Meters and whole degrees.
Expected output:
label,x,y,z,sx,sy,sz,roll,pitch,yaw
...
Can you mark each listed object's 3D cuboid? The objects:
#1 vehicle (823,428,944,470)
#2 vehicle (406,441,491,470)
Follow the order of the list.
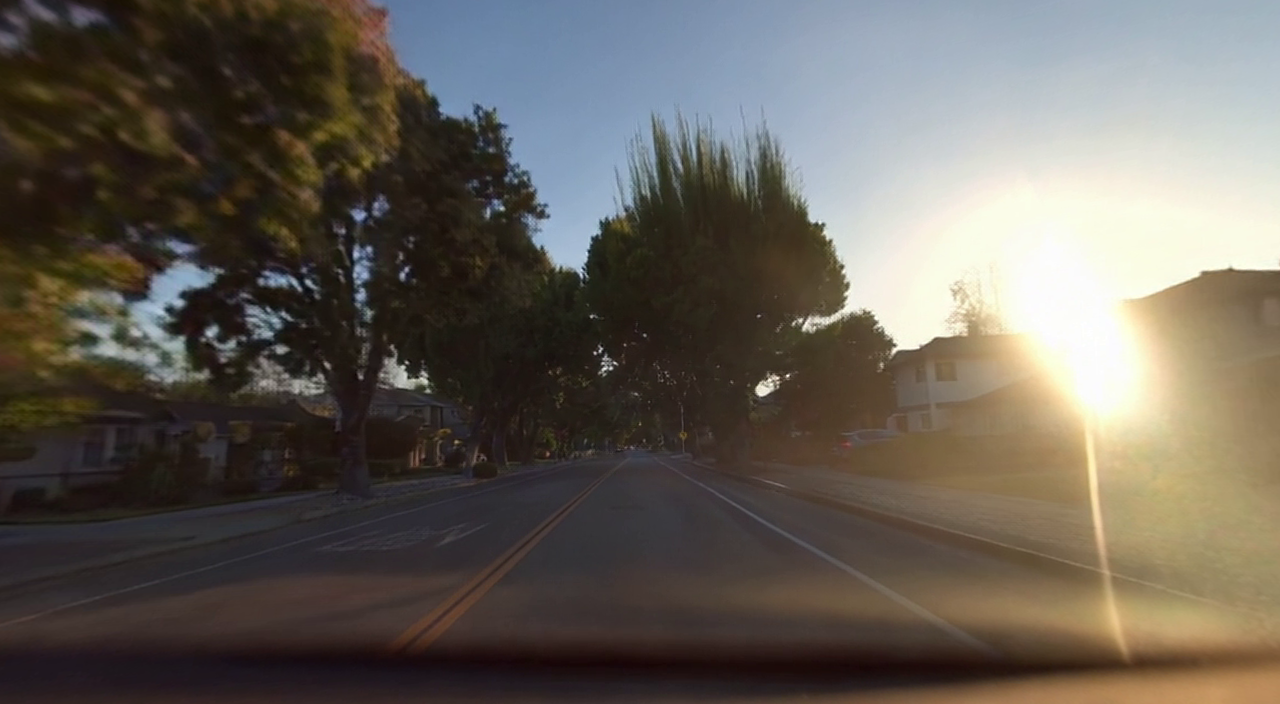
label,x,y,z,sx,sy,sz,roll,pitch,yaw
vehicle,10.513,4.224,27.569,4.449,1.765,1.917,-1,-9,3
vehicle,-12.665,6.880,41.967,4.928,1.848,2.041,0,-9,0
